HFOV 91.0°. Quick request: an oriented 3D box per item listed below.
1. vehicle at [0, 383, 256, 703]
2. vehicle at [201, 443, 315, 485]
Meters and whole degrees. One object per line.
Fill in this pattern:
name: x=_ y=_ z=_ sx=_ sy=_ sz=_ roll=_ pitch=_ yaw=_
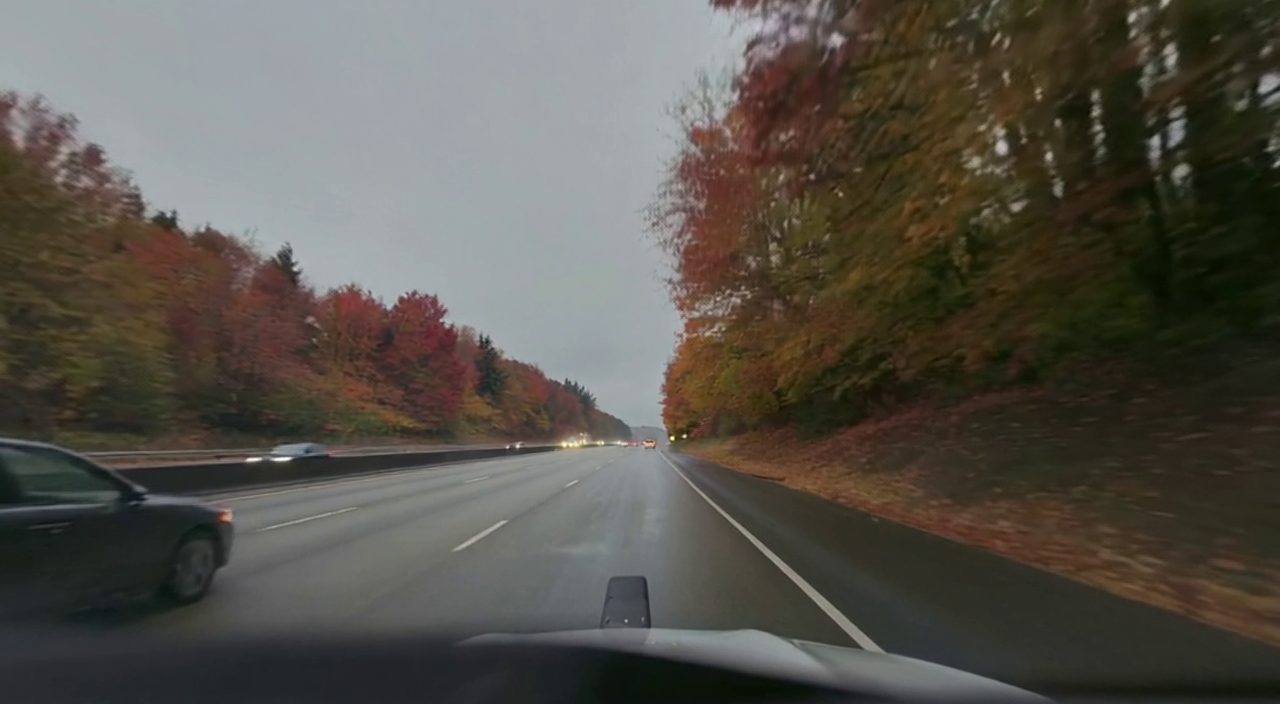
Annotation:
vehicle: x=-4.273 y=0.945 z=2.876 sx=2.123 sy=1.643 sz=4.479 roll=0 pitch=-8 yaw=1
vehicle: x=-15.369 y=4.493 z=25.622 sx=1.927 sy=1.519 sz=4.301 roll=0 pitch=-8 yaw=0
